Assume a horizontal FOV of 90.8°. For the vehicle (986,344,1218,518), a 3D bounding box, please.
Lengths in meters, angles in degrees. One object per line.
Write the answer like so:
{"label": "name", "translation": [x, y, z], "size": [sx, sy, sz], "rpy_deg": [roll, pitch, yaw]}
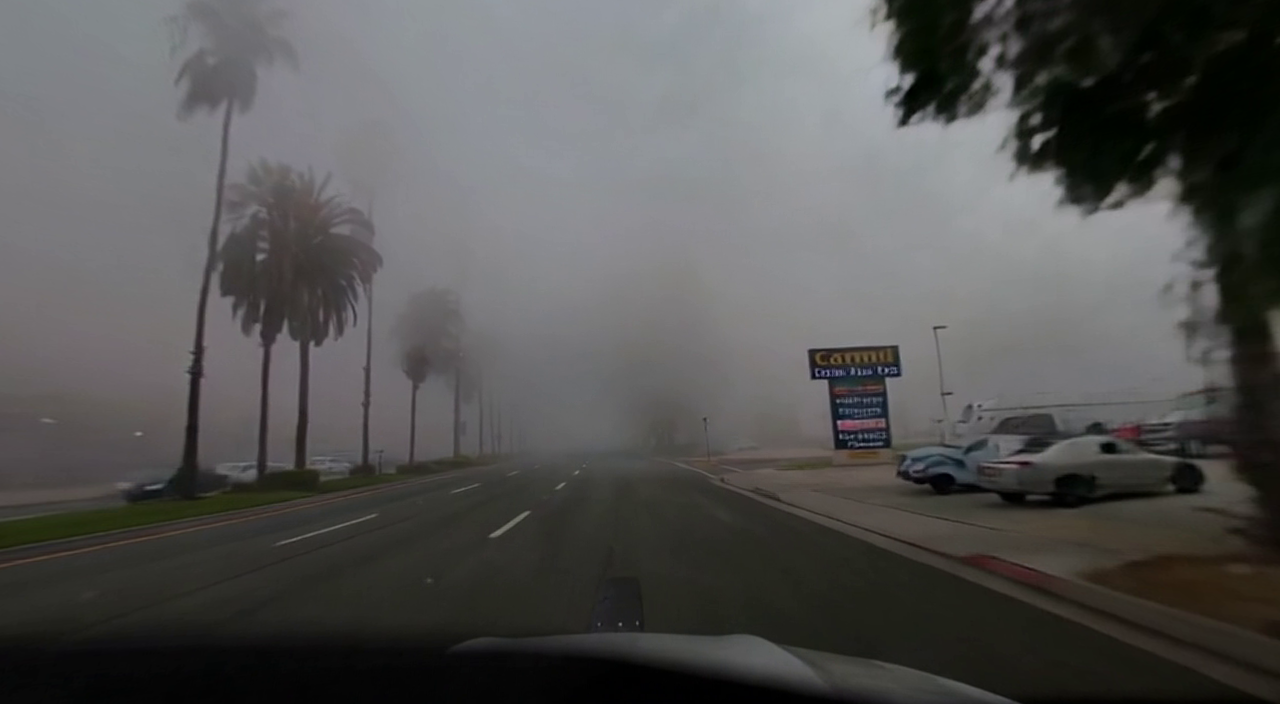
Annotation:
{"label": "vehicle", "translation": [9.908, 1.698, 13.334], "size": [5.942, 2.851, 2.531], "rpy_deg": [7, -11, -42]}

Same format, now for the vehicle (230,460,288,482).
{"label": "vehicle", "translation": [-28.868, 9.044, 48.068], "size": [1.807, 1.446, 4.605], "rpy_deg": [0, -8, -4]}

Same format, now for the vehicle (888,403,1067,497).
{"label": "vehicle", "translation": [8.778, 2.480, 16.225], "size": [5.154, 2.026, 2.257], "rpy_deg": [7, -11, -41]}

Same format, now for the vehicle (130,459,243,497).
{"label": "vehicle", "translation": [-21.386, 5.908, 30.084], "size": [1.970, 1.511, 4.836], "rpy_deg": [0, -8, -3]}
